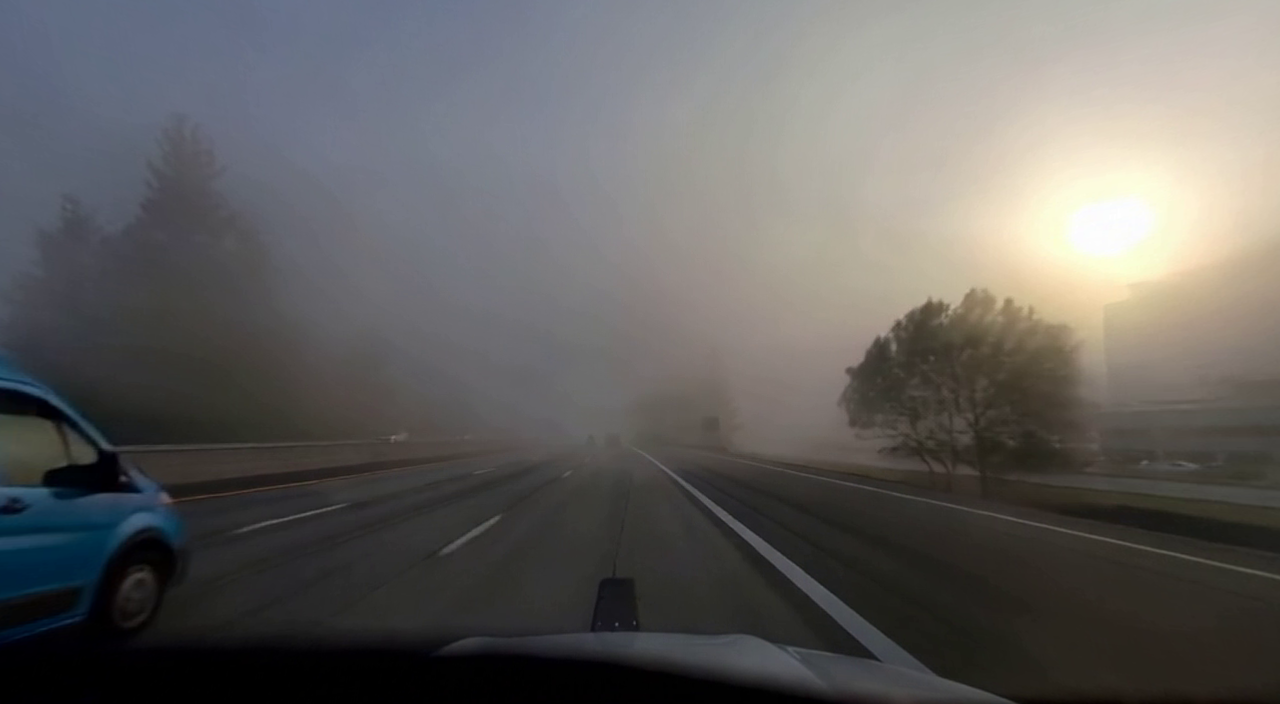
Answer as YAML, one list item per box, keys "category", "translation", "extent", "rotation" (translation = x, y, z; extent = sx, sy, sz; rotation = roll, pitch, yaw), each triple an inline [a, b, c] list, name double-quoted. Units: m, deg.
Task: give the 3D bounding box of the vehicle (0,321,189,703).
- category: "vehicle"
  translation: [-4.063, 0.618, 1.734]
  extent: [2.219, 1.827, 4.738]
  rotation: [0, -8, -2]
